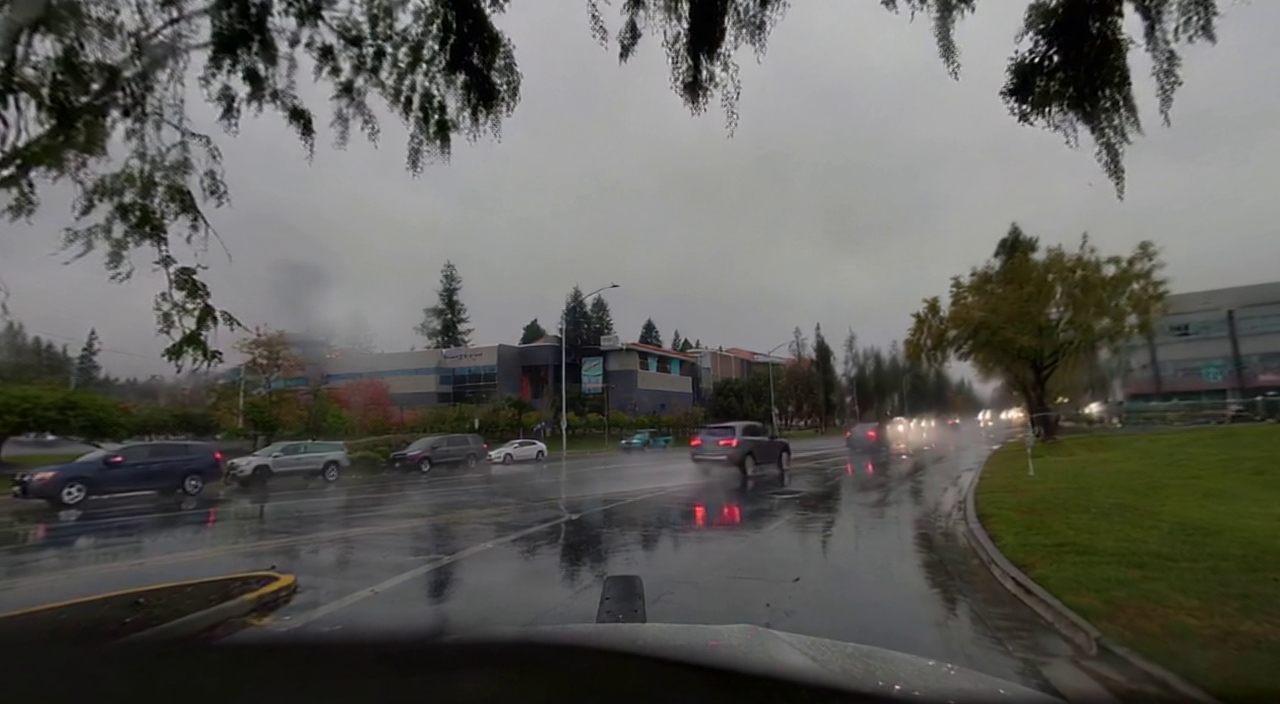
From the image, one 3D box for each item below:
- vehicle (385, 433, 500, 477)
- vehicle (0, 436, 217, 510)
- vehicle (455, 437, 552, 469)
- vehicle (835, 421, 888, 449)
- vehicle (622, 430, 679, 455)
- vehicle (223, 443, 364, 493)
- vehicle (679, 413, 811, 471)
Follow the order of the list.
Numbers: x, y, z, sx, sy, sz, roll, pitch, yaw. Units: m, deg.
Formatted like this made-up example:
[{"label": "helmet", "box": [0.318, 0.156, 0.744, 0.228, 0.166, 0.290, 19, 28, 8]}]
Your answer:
[{"label": "vehicle", "box": [-9.466, 4.926, 30.704, 2.134, 1.924, 4.911, -6, -9, 39]}, {"label": "vehicle", "box": [-16.577, 3.684, 19.865, 2.294, 2.000, 4.788, -7, -10, 31]}, {"label": "vehicle", "box": [-8.049, 5.979, 37.691, 2.261, 1.733, 5.381, -6, -10, 39]}, {"label": "vehicle", "box": [16.379, 6.102, 46.533, 1.954, 1.639, 5.229, -8, -7, 37]}, {"label": "vehicle", "box": [0.814, 6.458, 45.103, 1.926, 1.691, 4.646, -5, -9, 33]}, {"label": "vehicle", "box": [-13.364, 4.436, 24.629, 1.904, 1.719, 4.326, -5, -9, 35]}, {"label": "vehicle", "box": [4.027, 3.364, 23.831, 2.517, 1.936, 4.748, -11, -12, 43]}]
